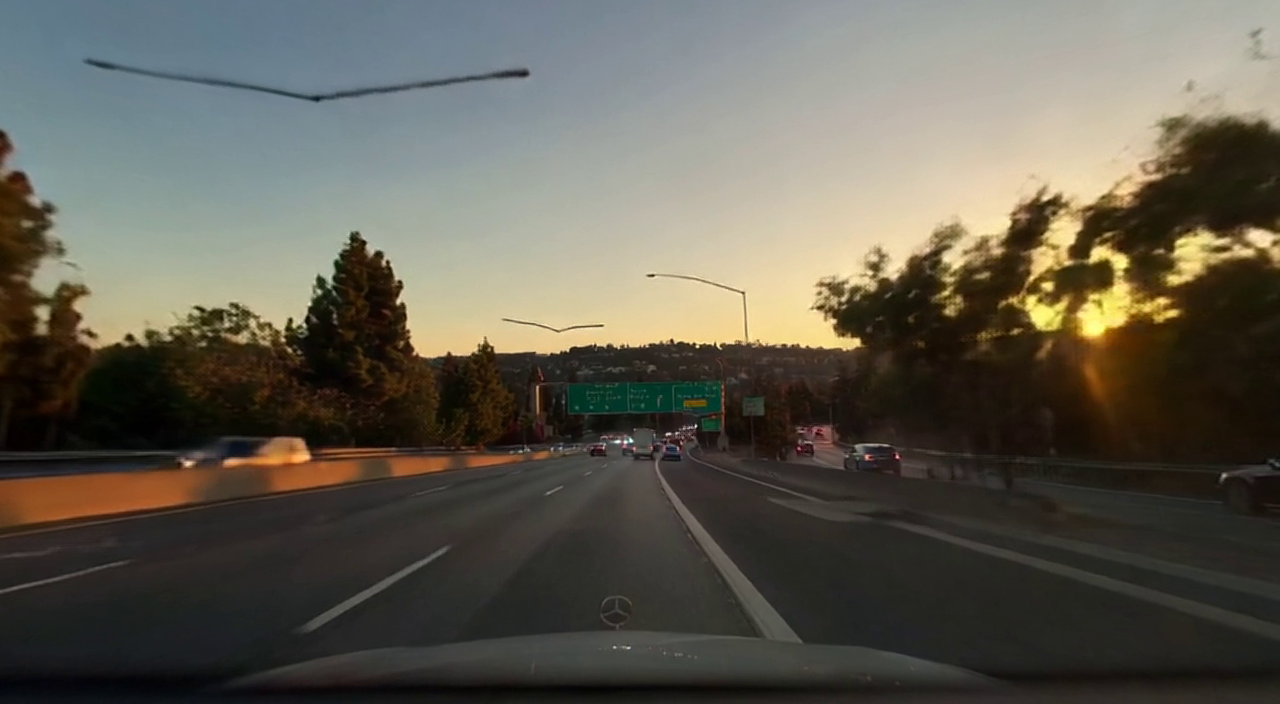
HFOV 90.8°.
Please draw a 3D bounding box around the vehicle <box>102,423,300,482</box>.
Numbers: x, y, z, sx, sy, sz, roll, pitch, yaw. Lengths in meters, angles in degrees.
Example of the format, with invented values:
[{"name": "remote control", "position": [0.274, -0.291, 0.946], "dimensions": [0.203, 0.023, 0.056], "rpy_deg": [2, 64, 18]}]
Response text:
[{"name": "vehicle", "position": [-16.080, 3.756, 23.872], "dimensions": [2.750, 1.890, 6.452], "rpy_deg": [0, -9, 2]}]
